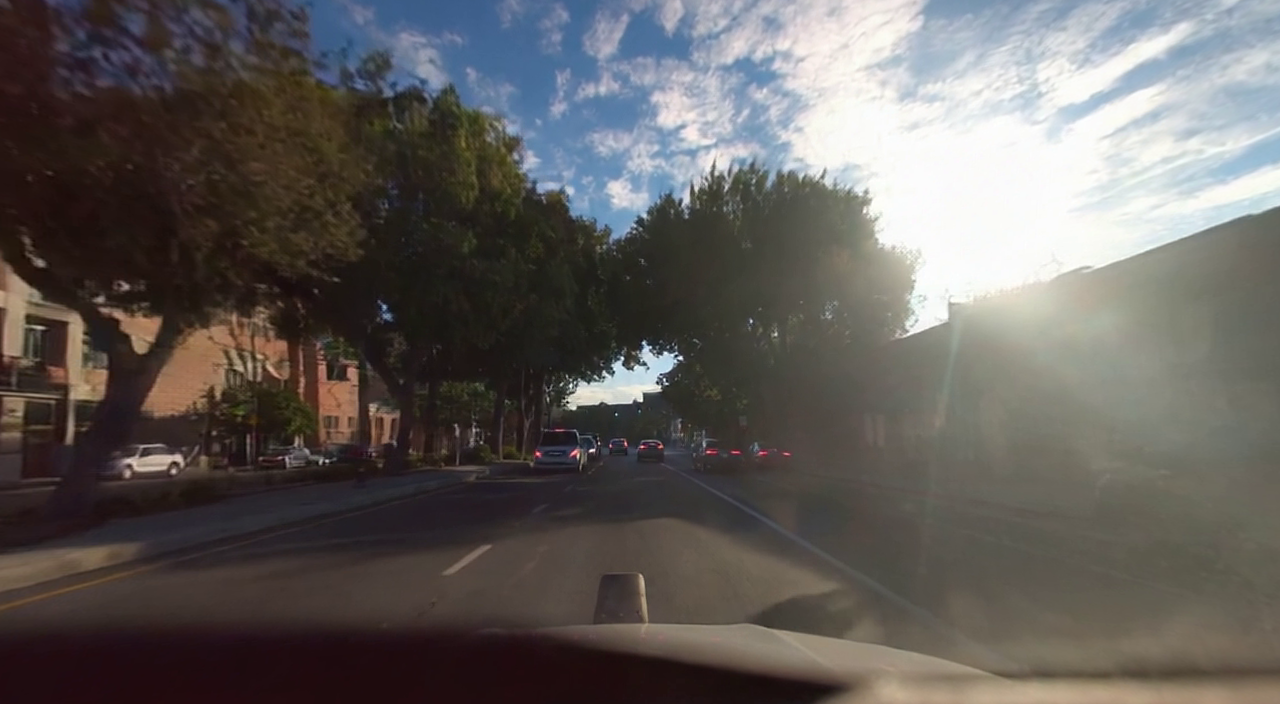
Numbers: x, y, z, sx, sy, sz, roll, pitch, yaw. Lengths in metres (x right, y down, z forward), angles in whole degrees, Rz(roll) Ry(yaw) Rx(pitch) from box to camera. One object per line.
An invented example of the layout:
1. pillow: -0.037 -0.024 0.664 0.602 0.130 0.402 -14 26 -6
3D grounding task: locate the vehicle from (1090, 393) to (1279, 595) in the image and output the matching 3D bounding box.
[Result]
1. vehicle: 7.012 1.336 5.989 2.216 1.847 4.321 0 -8 -1

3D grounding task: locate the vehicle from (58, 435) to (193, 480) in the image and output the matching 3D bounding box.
1. vehicle: -22.203 4.564 27.559 1.996 1.767 4.613 0 -8 -1

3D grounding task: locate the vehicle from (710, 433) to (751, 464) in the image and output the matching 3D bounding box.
1. vehicle: 6.030 6.457 42.450 1.997 1.943 4.409 0 -8 -1

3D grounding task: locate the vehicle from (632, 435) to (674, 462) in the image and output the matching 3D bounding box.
1. vehicle: 0.728 5.940 38.895 2.201 1.589 3.843 1 -8 -4

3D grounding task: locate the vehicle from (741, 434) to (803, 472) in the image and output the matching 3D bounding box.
1. vehicle: 6.386 4.937 31.061 2.164 1.727 3.955 0 -8 -1

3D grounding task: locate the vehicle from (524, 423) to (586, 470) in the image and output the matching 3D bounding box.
1. vehicle: -3.796 4.343 29.154 2.223 1.957 4.845 0 -8 0

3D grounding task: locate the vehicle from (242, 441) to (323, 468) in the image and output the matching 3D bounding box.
1. vehicle: -22.367 6.401 39.827 2.111 1.554 5.163 0 -8 -1

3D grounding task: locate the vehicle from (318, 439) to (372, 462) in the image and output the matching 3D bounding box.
1. vehicle: -22.665 7.577 48.697 1.910 1.632 4.624 0 -8 0
